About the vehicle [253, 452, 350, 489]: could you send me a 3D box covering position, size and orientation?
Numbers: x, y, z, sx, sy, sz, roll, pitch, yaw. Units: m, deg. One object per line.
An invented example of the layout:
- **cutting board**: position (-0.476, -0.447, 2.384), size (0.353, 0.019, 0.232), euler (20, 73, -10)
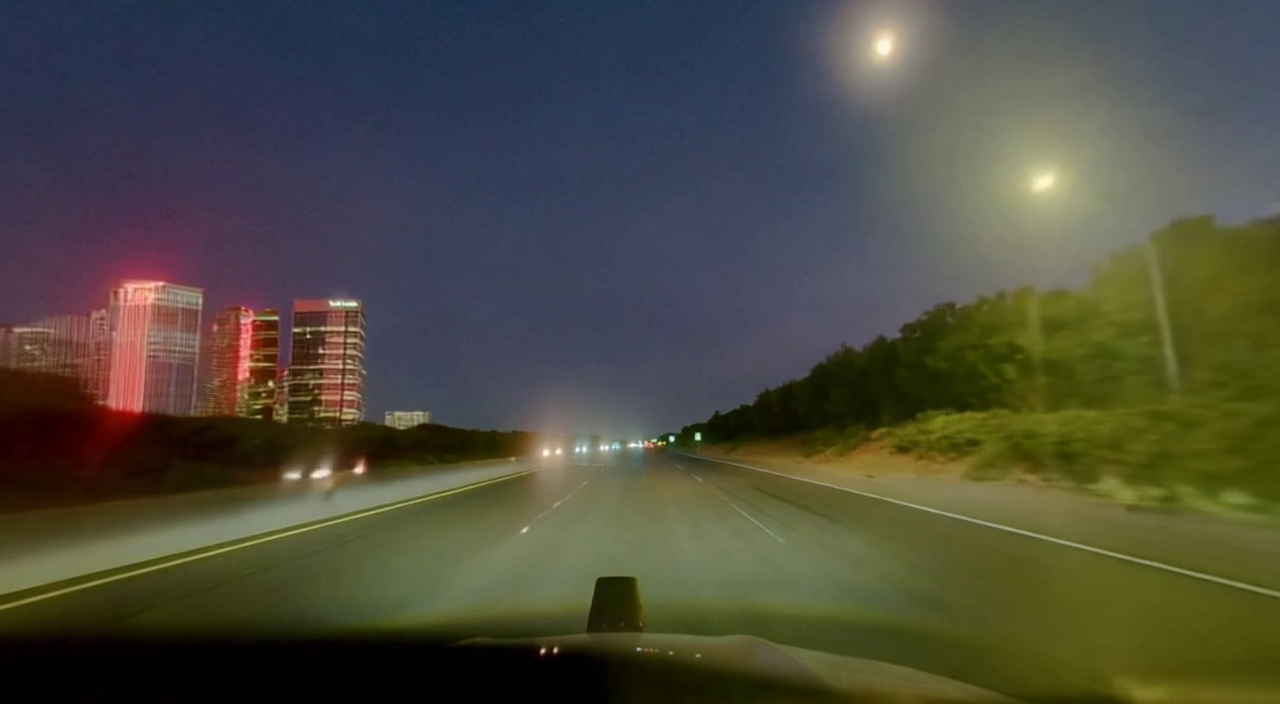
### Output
- **vehicle**: position (-14.877, 5.198, 28.054), size (1.827, 1.441, 4.388), euler (0, -8, 1)
